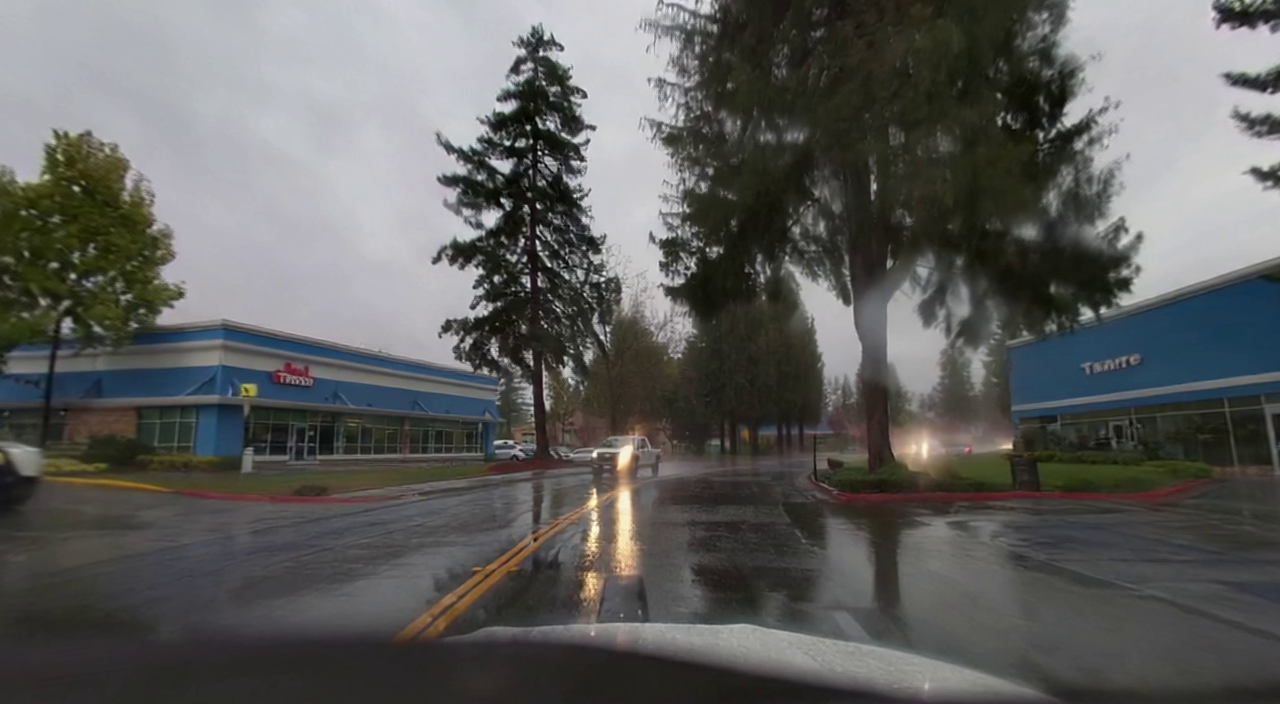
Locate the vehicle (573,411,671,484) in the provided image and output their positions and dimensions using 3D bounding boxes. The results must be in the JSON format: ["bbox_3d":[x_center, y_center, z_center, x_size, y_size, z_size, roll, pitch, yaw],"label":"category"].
[{"bbox_3d":[-0.591,4.347,28.849,2.489,2.884,6.940,-3,-9,16],"label":"vehicle"}]
